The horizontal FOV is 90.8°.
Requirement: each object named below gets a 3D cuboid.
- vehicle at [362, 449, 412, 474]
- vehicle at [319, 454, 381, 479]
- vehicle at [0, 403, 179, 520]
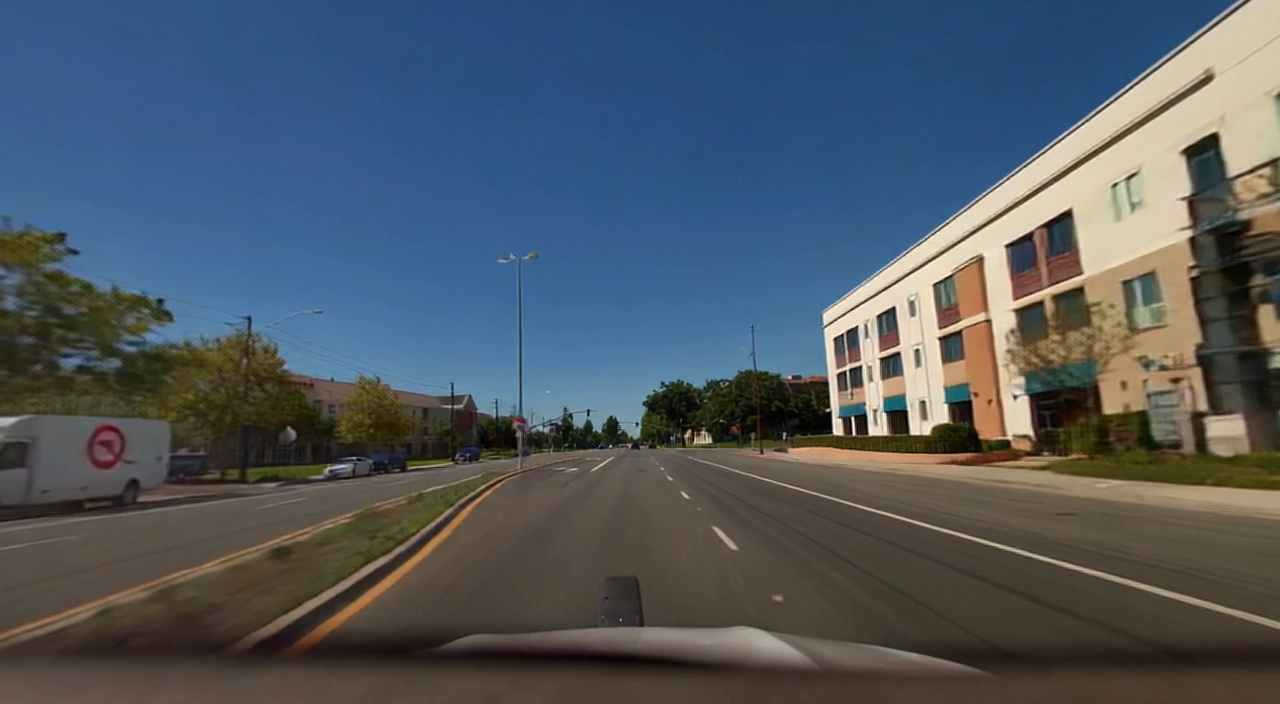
[{"bbox_3d":[-19.297,8.342,48.400,1.976,1.766,4.677,0,-9,-1],"label":"vehicle"},{"bbox_3d":[-19.194,7.549,42.035,1.925,1.485,4.821,0,-9,-1],"label":"vehicle"},{"bbox_3d":[-19.270,3.549,20.809,2.834,3.225,6.752,-1,-9,2],"label":"vehicle"}]
